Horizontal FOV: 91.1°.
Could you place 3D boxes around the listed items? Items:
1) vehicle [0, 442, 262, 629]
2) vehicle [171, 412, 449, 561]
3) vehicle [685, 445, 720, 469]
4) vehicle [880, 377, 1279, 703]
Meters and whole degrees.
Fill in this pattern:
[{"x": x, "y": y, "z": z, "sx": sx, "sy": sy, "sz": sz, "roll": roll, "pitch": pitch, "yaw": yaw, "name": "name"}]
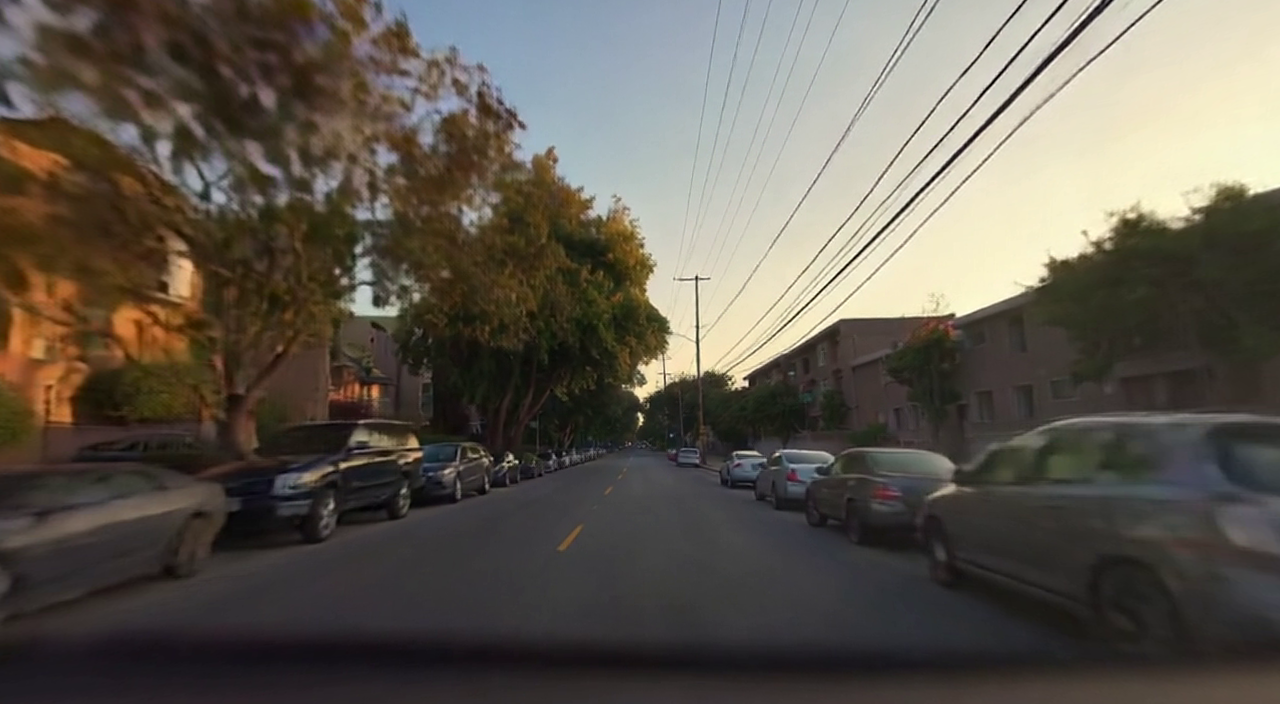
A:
[{"x": -6.348, "y": 1.817, "z": 6.549, "sx": 2.045, "sy": 1.526, "sz": 4.598, "roll": -5, "pitch": -9, "yaw": -1, "name": "vehicle"}, {"x": -6.090, "y": 2.479, "z": 12.873, "sx": 2.376, "sy": 2.219, "sz": 6.021, "roll": -2, "pitch": -7, "yaw": 1, "name": "vehicle"}, {"x": 4.145, "y": 7.055, "z": 42.235, "sx": 1.883, "sy": 1.527, "sz": 3.828, "roll": 0, "pitch": -9, "yaw": -1, "name": "vehicle"}, {"x": 3.897, "y": 1.294, "z": 4.986, "sx": 2.328, "sy": 1.730, "sz": 4.225, "roll": 0, "pitch": -9, "yaw": 1, "name": "vehicle"}]
